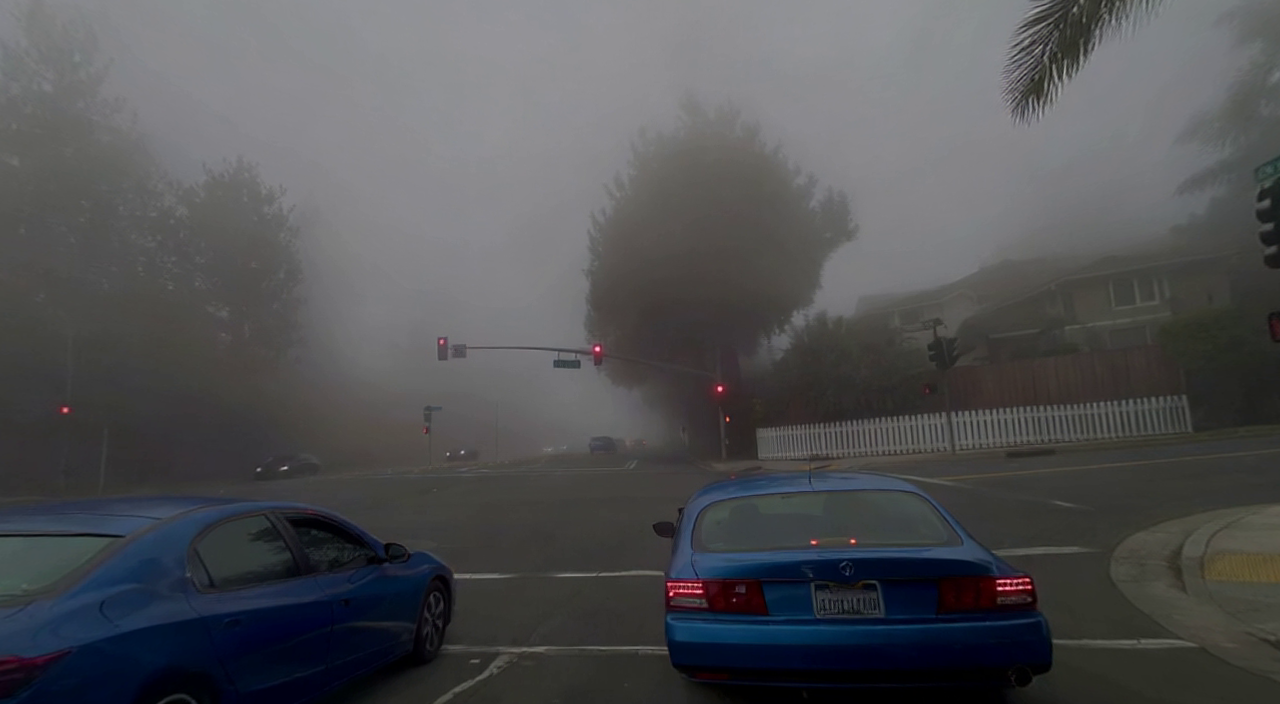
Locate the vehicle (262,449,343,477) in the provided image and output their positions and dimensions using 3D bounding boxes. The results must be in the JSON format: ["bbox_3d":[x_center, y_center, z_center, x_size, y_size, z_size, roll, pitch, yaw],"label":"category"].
[{"bbox_3d":[-20.005,6.541,37.676,2.084,1.528,4.778,-1,-9,2],"label":"vehicle"}]

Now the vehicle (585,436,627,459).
[{"bbox_3d":[-2.358,6.854,45.468,2.083,1.541,4.777,-2,-9,9],"label":"vehicle"}]
